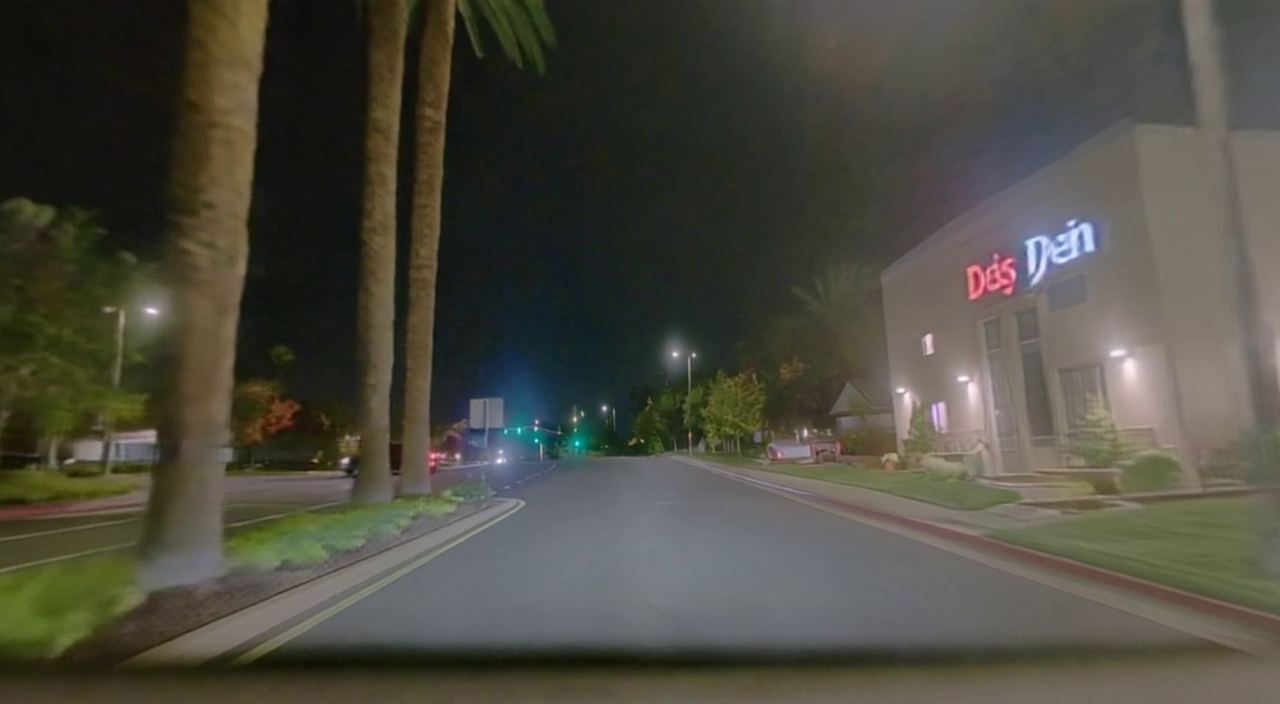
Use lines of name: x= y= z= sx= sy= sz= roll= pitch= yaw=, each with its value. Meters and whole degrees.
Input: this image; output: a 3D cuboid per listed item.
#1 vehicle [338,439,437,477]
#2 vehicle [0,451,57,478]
vehicle: x=-13.347 y=5.602 z=33.466 sx=4.651 sy=1.863 sz=2.174 roll=-4 pitch=-10 yaw=25
vehicle: x=-37.823 y=6.703 z=37.678 sx=1.919 sy=1.502 sz=4.695 roll=1 pitch=-9 yaw=-6
